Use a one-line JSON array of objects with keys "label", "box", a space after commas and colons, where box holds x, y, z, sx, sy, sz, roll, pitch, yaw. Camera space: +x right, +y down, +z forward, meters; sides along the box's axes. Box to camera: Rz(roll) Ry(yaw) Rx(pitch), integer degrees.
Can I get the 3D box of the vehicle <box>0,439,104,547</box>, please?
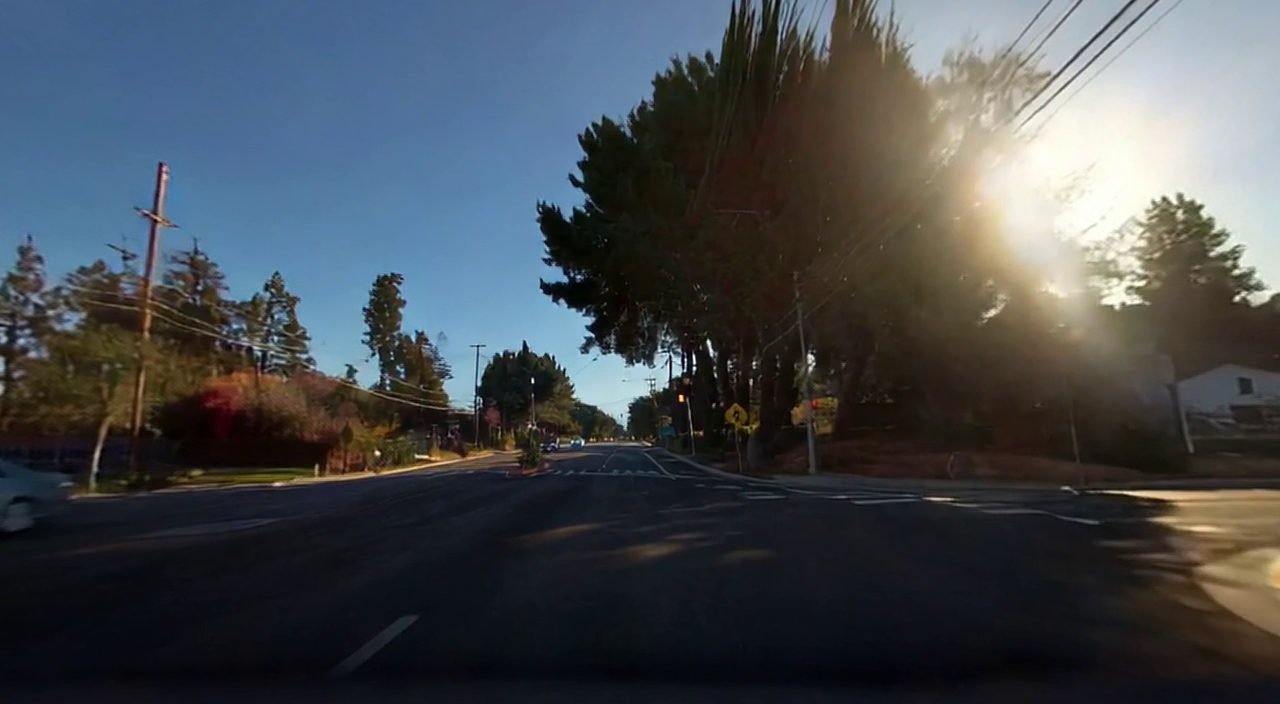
[{"label": "vehicle", "box": [-11.032, 2.129, 9.375, 2.072, 1.680, 4.705, 0, -9, -1]}]
